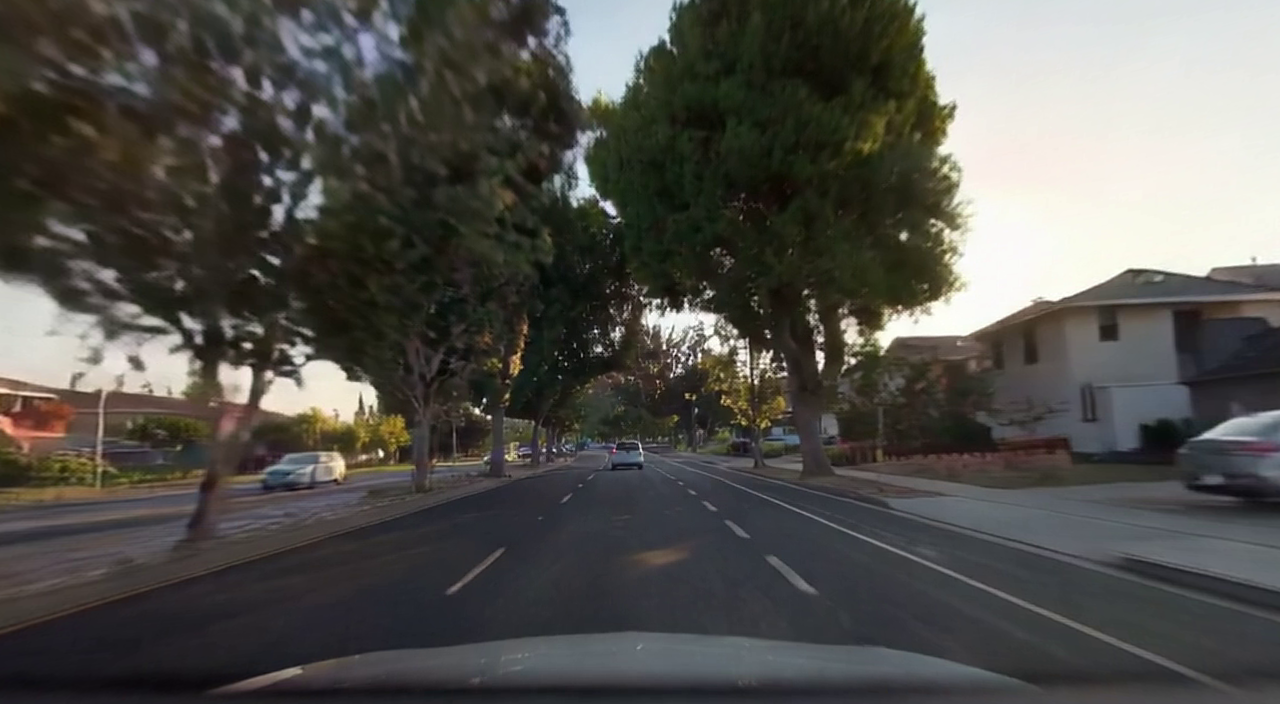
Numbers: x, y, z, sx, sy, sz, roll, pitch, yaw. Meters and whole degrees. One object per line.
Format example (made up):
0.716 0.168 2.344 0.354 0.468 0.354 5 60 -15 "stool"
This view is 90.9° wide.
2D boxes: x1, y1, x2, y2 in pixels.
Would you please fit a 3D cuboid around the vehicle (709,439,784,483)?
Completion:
4.003 4.164 24.490 2.045 1.517 4.394 0 -8 -1 "vehicle"

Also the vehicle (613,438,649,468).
-0.575 5.928 37.281 2.024 1.655 4.301 0 -8 -2 "vehicle"

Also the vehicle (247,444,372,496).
-11.664 4.153 22.649 2.065 1.644 4.412 -1 -8 0 "vehicle"

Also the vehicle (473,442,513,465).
-11.372 7.879 48.973 2.007 1.689 4.541 0 -8 0 "vehicle"

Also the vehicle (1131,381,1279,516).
11.553 1.464 9.761 5.876 1.828 2.268 0 -8 1 "vehicle"
